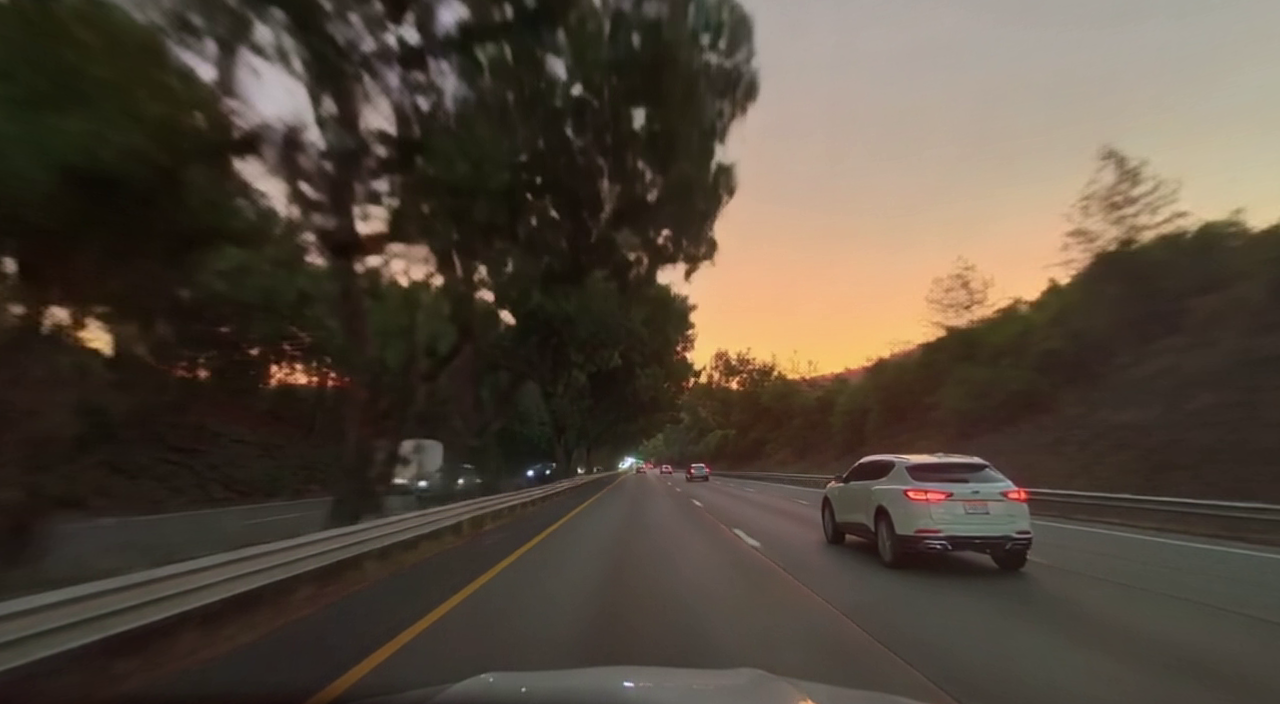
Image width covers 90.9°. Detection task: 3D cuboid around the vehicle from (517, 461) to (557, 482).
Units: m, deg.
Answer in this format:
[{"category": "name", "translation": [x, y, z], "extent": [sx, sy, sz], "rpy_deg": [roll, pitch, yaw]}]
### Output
[{"category": "vehicle", "translation": [-7.883, 9.178, 48.504], "extent": [2.206, 1.513, 4.401], "rpy_deg": [0, -10, 1]}]

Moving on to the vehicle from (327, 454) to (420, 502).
[{"category": "vehicle", "translation": [-11.973, 5.692, 28.741], "extent": [2.025, 1.941, 4.964], "rpy_deg": [1, -10, 0]}]

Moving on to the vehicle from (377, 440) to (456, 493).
[{"category": "vehicle", "translation": [-12.061, 6.252, 34.448], "extent": [2.350, 2.640, 4.838], "rpy_deg": [1, -10, 1]}]

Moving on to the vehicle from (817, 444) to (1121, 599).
[{"category": "vehicle", "translation": [3.825, 2.045, 8.281], "extent": [1.825, 1.494, 3.959], "rpy_deg": [1, -10, 0]}]

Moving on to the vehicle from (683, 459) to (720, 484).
[{"category": "vehicle", "translation": [4.105, 8.132, 42.866], "extent": [2.156, 1.569, 3.821], "rpy_deg": [1, -10, 0]}]
